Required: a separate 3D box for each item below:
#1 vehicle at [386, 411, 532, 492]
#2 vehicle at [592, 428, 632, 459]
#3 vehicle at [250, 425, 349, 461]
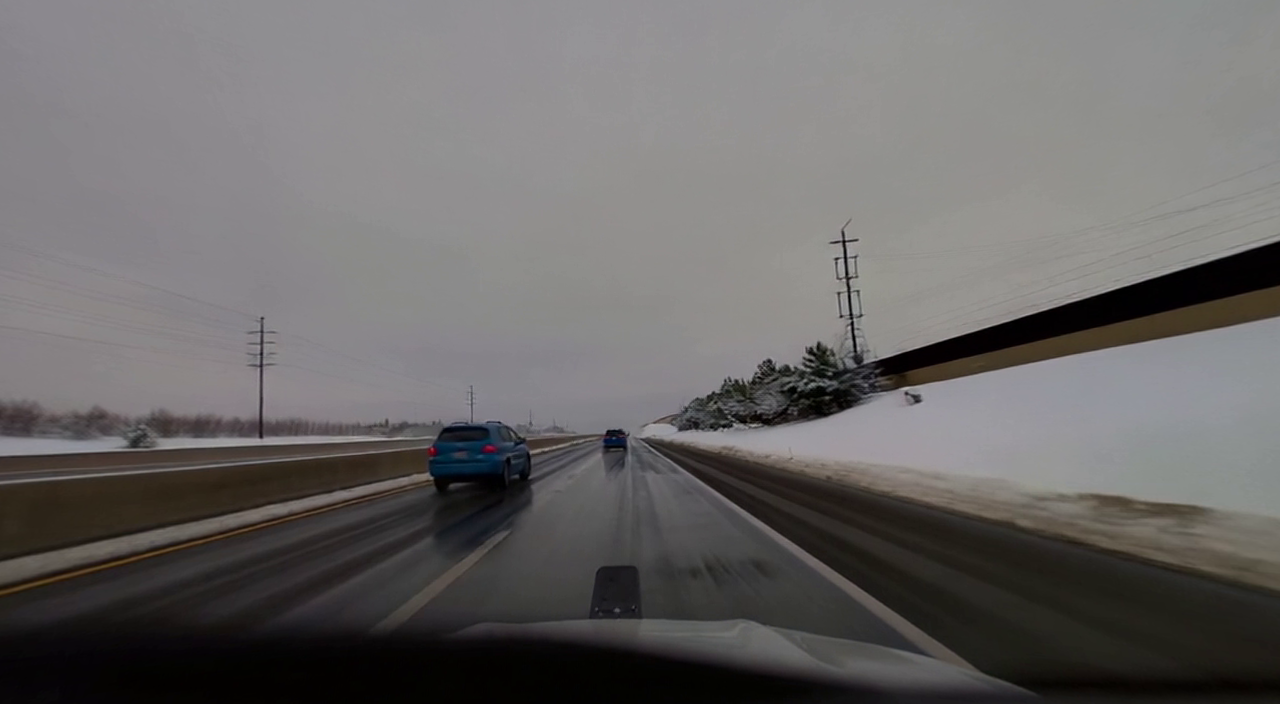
[{"bbox_3d":[-4.285,2.463,15.943,2.189,1.704,5.205,0,-8,0],"label":"vehicle"},{"bbox_3d":[-1.465,4.910,33.822,1.999,1.536,3.969,0,-8,-1],"label":"vehicle"},{"bbox_3d":[-15.028,4.036,28.052,1.936,1.498,4.485,0,-8,0],"label":"vehicle"}]
